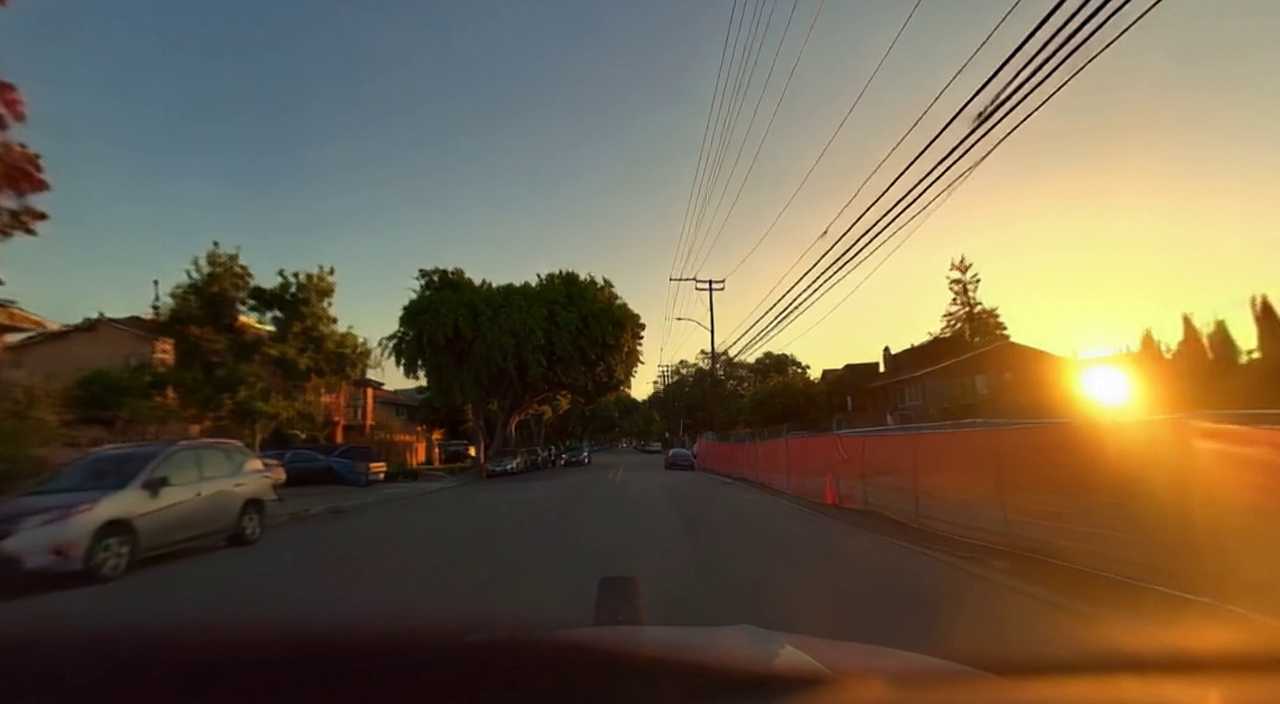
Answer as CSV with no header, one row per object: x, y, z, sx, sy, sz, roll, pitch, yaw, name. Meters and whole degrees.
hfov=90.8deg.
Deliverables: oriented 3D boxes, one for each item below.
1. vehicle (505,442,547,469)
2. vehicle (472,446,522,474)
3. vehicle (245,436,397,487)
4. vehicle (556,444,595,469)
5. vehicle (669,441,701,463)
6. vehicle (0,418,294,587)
-8.190,7.486,45.778,2.055,1.806,4.540,-1,-8,1,vehicle
-8.330,6.339,37.186,2.041,1.480,4.474,-2,-9,-2,vehicle
-12.326,4.237,24.711,4.780,1.867,2.108,0,-8,-3,vehicle
-4.335,7.104,43.211,2.068,1.543,4.523,-1,-8,1,vehicle
3.313,7.432,47.182,1.902,1.542,4.099,0,-8,-2,vehicle
-6.871,1.961,8.847,1.932,1.743,4.079,-2,-9,-3,vehicle
